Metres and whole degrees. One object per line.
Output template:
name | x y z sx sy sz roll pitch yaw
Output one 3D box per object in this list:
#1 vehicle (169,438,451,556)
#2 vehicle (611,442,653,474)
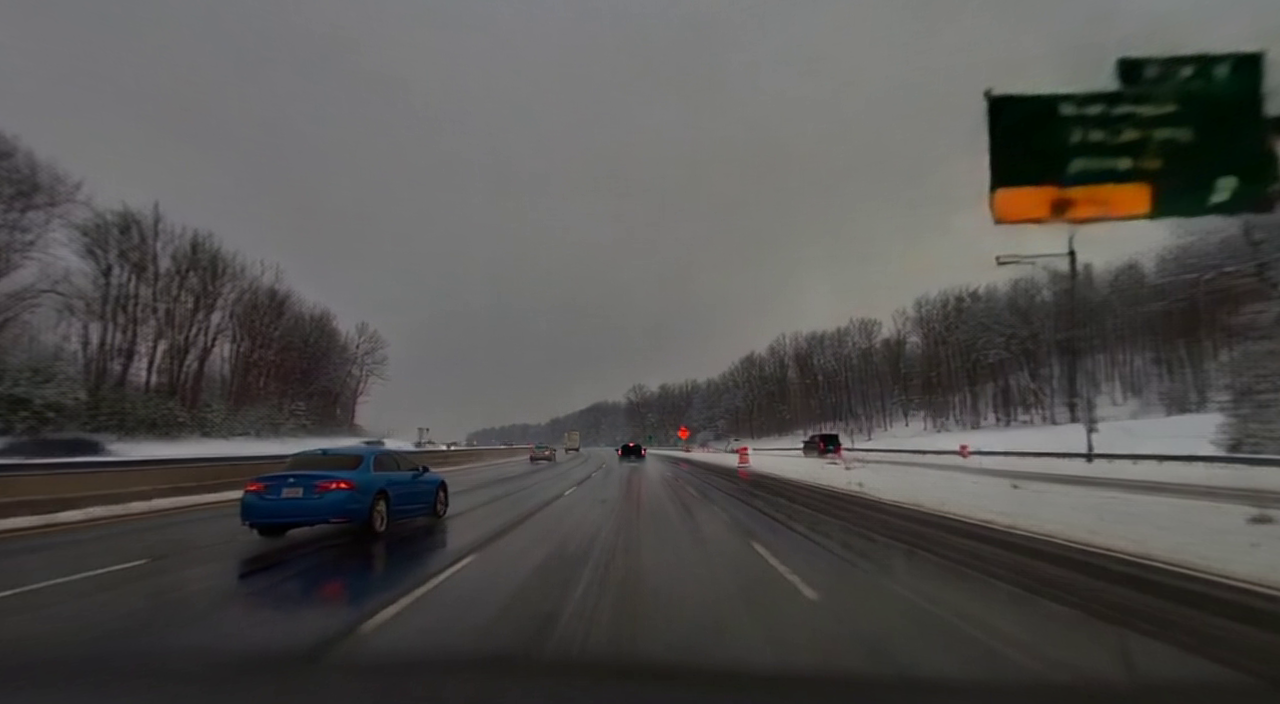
vehicle | -4.676 2.085 9.850 2.001 1.415 4.360 0 -8 1
vehicle | -0.424 5.232 31.317 1.963 1.462 4.681 0 -8 -2
